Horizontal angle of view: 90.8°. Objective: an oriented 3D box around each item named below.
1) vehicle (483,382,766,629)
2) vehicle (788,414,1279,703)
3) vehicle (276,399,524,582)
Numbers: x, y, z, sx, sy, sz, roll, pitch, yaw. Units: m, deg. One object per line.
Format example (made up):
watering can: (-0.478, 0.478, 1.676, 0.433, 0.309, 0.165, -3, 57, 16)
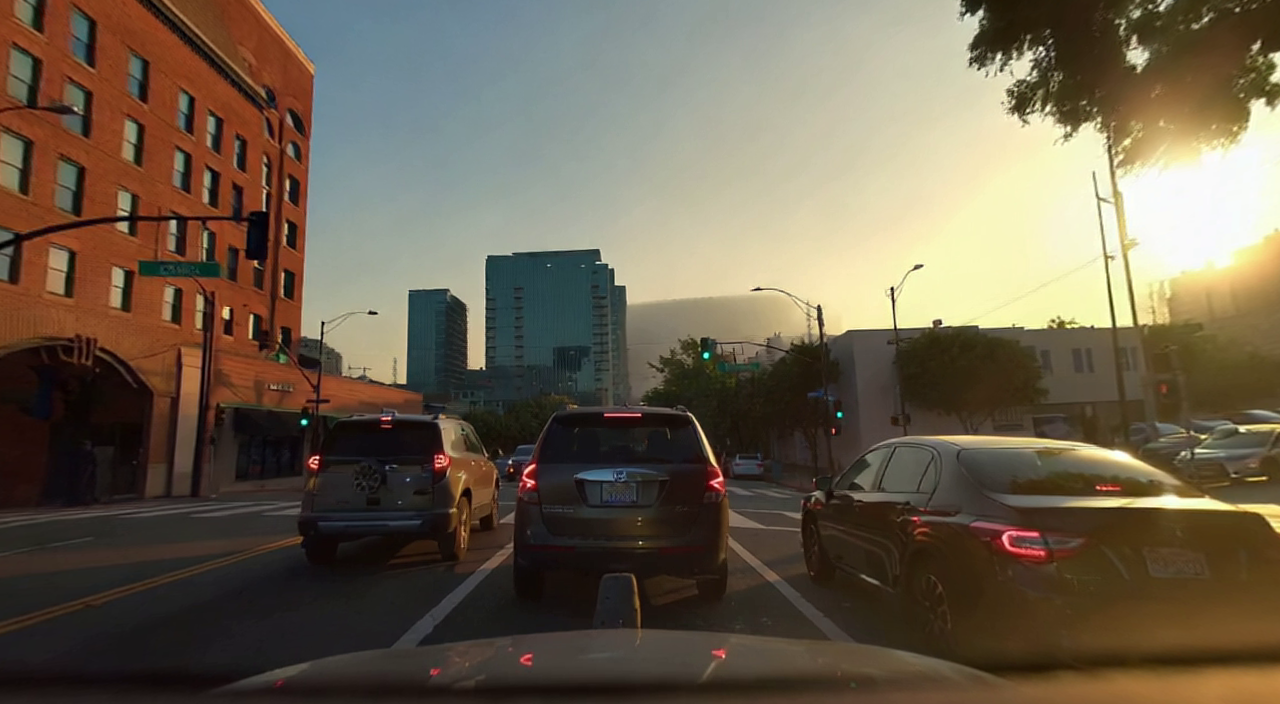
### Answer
vehicle: (-0.111, 1.482, 7.079, 2.105, 1.842, 4.537, 0, -8, 0)
vehicle: (2.589, 1.308, 4.797, 1.852, 1.462, 4.155, 0, -8, -1)
vehicle: (-2.796, 1.702, 8.530, 1.855, 1.812, 4.244, 0, -8, -3)
